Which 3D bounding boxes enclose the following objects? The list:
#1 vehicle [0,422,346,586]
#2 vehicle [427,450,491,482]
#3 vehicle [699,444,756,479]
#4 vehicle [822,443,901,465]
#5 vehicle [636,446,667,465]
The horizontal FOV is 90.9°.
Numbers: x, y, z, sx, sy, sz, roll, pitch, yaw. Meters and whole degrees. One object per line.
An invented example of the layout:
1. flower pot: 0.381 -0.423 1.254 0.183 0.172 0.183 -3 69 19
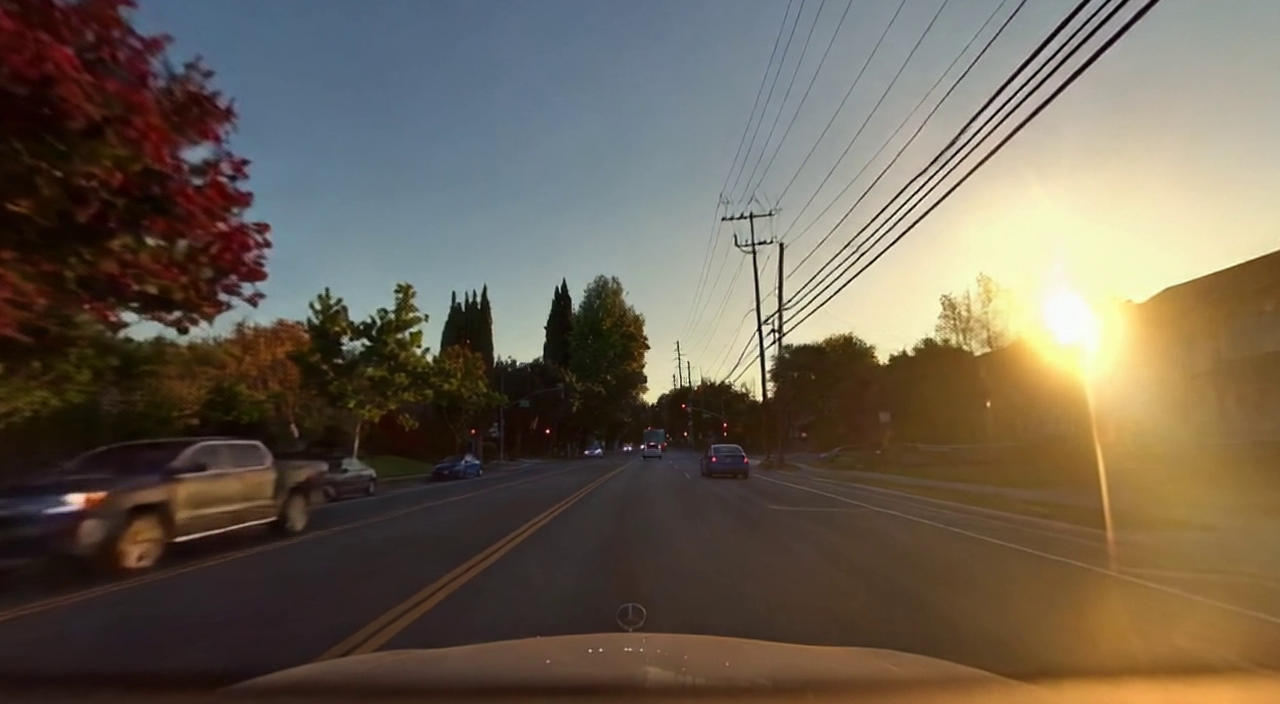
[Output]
1. vehicle: -7.065 2.080 9.730 2.303 1.789 5.423 0 -8 2
2. vehicle: -9.678 6.119 34.115 2.032 1.452 4.656 -2 -7 1
3. vehicle: 3.978 5.043 29.380 1.951 1.479 4.487 0 -8 0
4. vehicle: 15.481 7.142 44.168 4.838 1.474 1.873 1 -8 -5
5. vehicle: 0.887 7.981 48.766 2.298 1.359 4.081 0 -8 1
